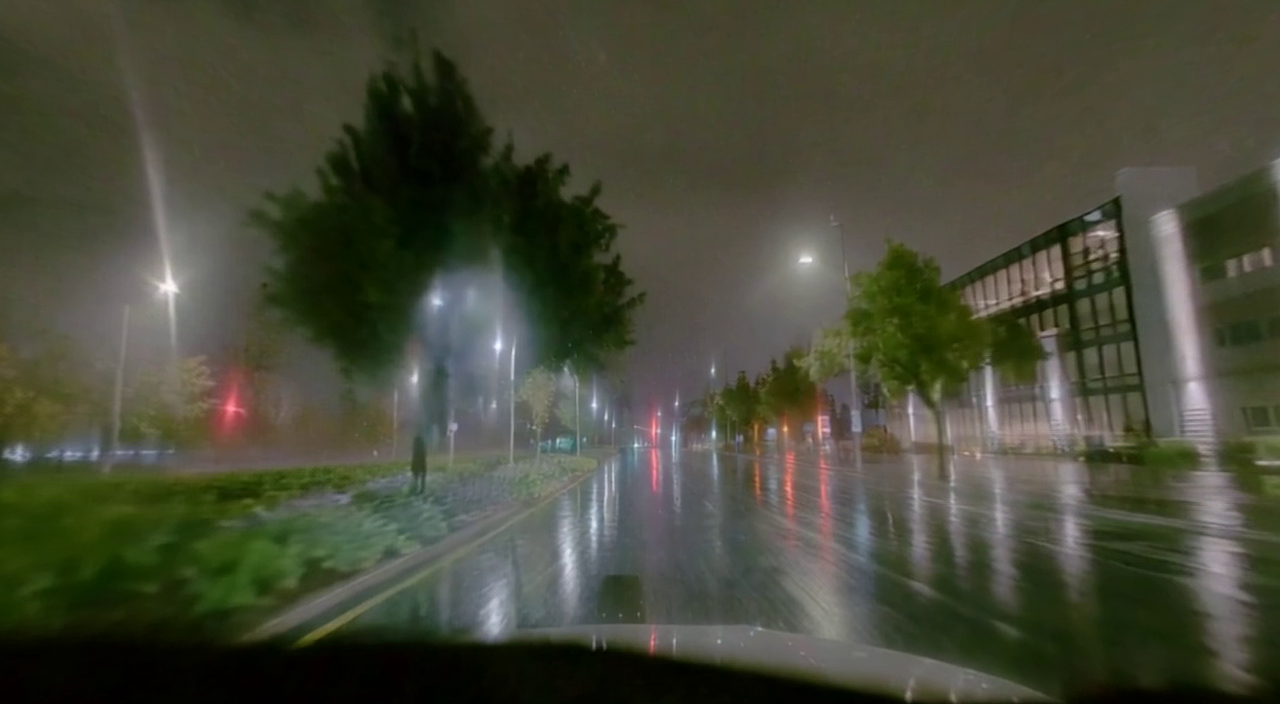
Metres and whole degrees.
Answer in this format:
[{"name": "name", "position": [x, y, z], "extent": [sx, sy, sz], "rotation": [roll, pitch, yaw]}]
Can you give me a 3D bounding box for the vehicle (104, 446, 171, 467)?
[{"name": "vehicle", "position": [-38.391, 7.977, 48.422], "extent": [1.913, 1.545, 4.055], "rotation": [0, -9, -3]}]
